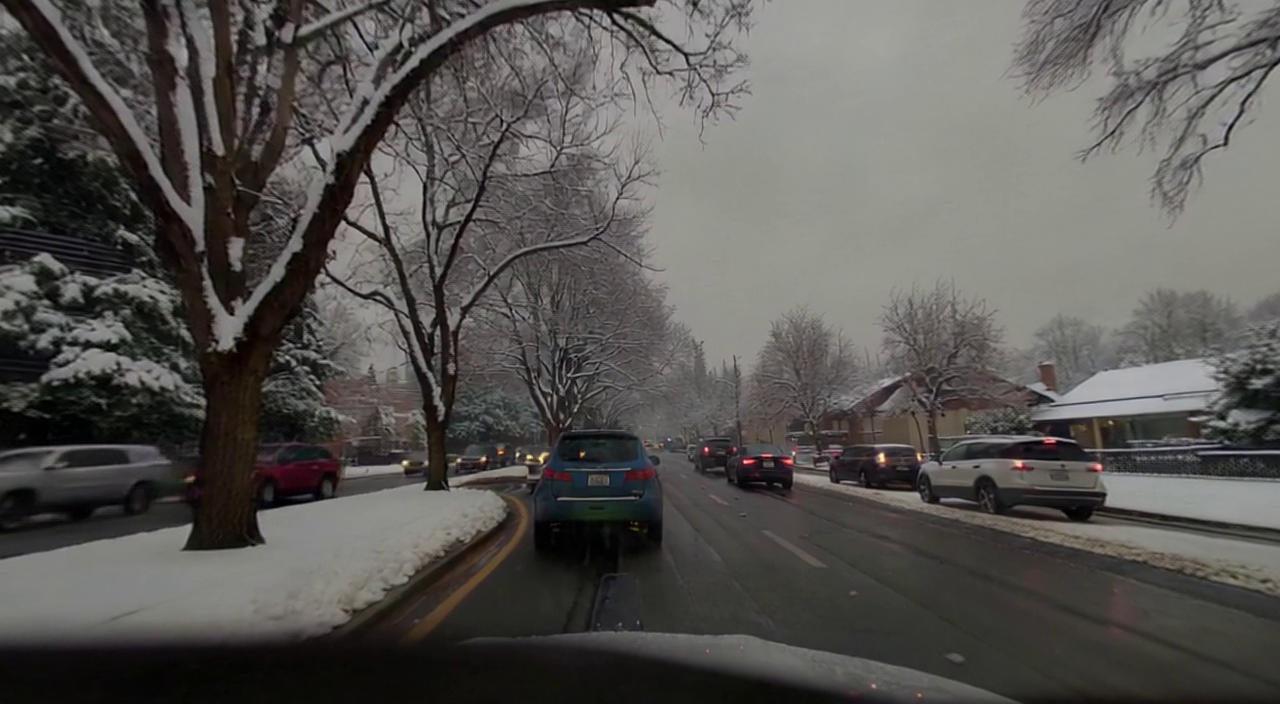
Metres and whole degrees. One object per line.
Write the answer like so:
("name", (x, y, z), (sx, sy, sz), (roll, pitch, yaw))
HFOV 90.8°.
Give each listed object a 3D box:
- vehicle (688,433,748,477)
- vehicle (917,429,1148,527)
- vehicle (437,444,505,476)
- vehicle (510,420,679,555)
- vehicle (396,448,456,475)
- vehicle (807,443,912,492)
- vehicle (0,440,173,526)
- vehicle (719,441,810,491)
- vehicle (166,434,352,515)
("vehicle", (3.488, 4.695, 29.103), (2.114, 1.846, 4.659), (0, -8, -1))
("vehicle", (7.844, 2.529, 13.287), (2.168, 1.709, 4.289), (0, -8, 2))
("vehicle", (-8.254, 5.313, 31.337), (2.039, 1.466, 4.553), (0, -8, 1))
("vehicle", (-0.694, 1.968, 9.837), (2.106, 1.655, 3.717), (1, -8, -4))
("vehicle", (-11.912, 6.110, 35.475), (1.866, 1.404, 4.507), (0, -8, -1))
("vehicle", (7.229, 3.830, 21.362), (1.977, 1.485, 4.308), (0, -8, 0))
("vehicle", (-13.769, 2.949, 14.815), (1.947, 1.703, 4.525), (-1, -8, 3))
("vehicle", (3.981, 3.723, 21.048), (2.175, 1.477, 4.520), (0, -8, 1))
("vehicle", (-8.901, 2.857, 15.252), (1.920, 1.663, 4.036), (0, -8, 0))
